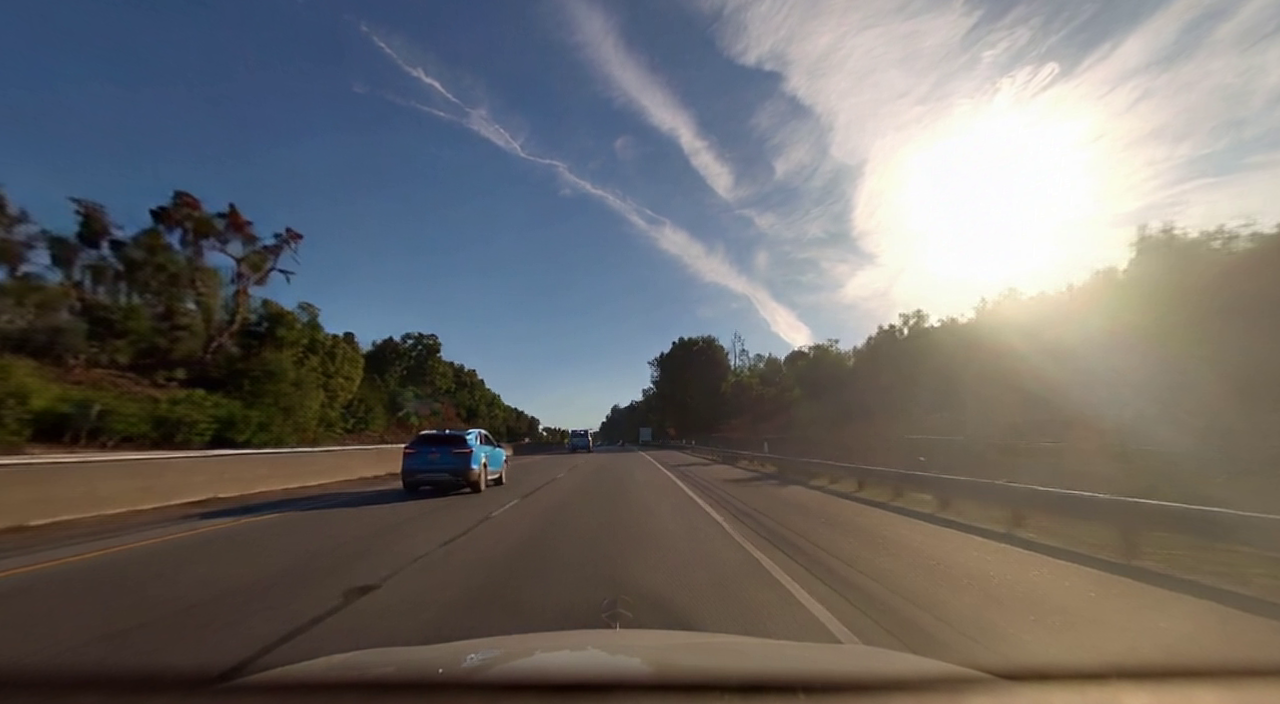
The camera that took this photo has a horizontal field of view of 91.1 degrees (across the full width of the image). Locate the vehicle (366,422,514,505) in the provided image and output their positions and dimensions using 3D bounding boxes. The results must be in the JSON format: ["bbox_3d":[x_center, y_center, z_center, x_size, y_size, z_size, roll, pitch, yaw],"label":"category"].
[{"bbox_3d":[-4.446,2.536,14.867,2.070,1.647,4.577,0,-8,-1],"label":"vehicle"}]
